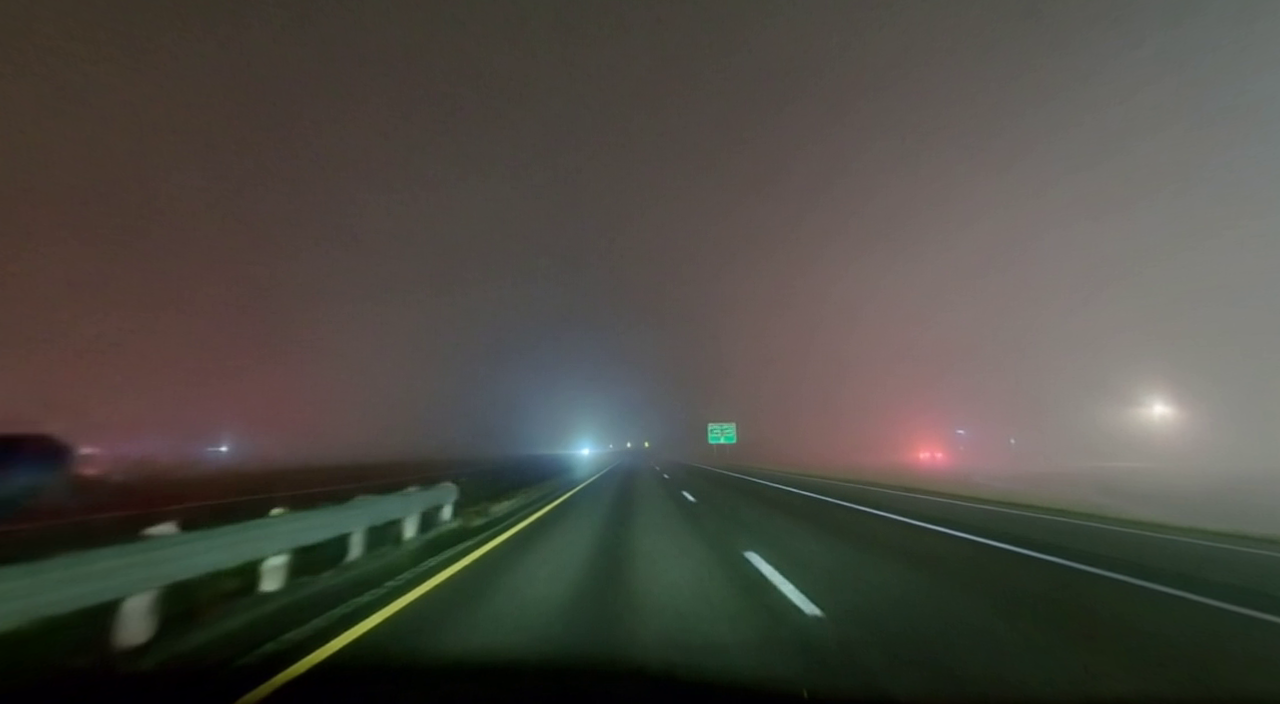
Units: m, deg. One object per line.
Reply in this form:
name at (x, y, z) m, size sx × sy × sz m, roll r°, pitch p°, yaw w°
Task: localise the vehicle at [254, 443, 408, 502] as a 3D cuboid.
vehicle at (-8.473, 3.321, 17.865) m, size 2.136 × 1.442 × 4.377 m, roll 0°, pitch -9°, yaw 0°
